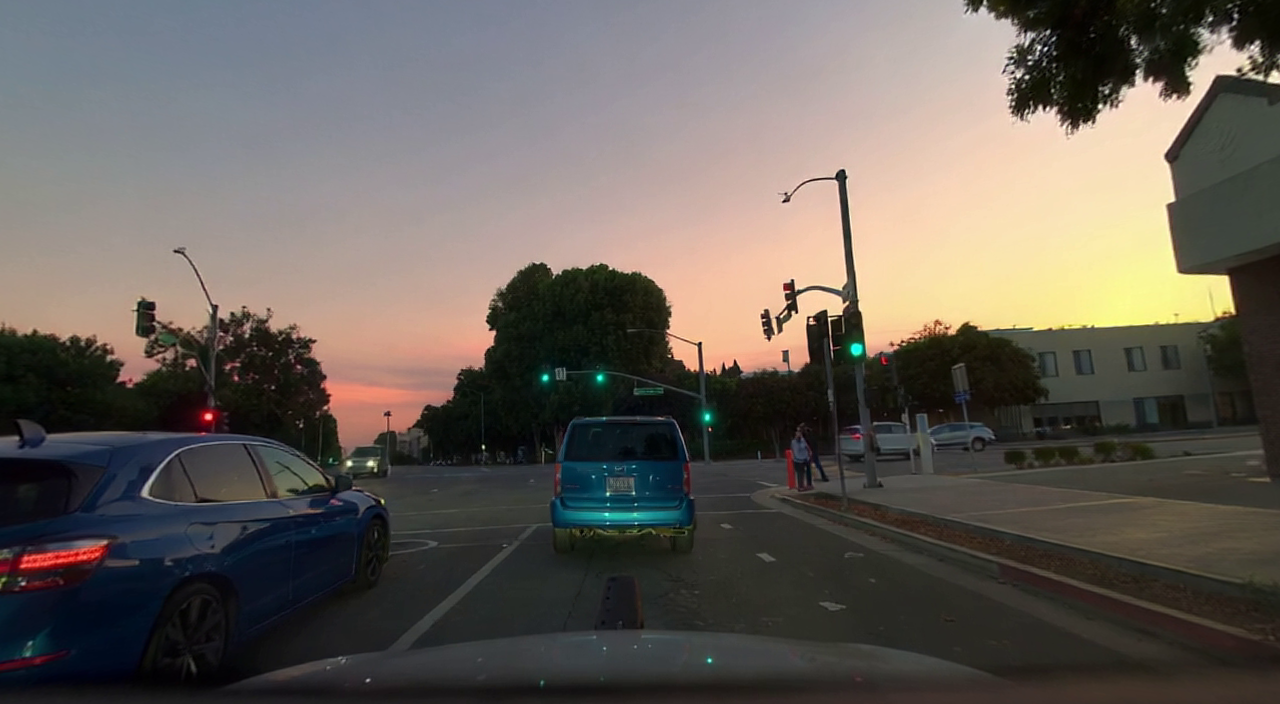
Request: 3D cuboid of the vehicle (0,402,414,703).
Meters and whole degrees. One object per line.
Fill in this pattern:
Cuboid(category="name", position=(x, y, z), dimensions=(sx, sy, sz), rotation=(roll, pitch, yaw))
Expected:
Cuboid(category="vehicle", position=(-3.368, 1.262, 4.558), dimensions=(2.011, 1.527, 4.008), rotation=(0, -8, -1))

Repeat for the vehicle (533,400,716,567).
Cuboid(category="vehicle", position=(-0.175, 1.799, 9.335), dimensions=(2.059, 1.877, 4.249), rotation=(0, -8, 0))

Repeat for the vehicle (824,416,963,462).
Cuboid(category="vehicle", position=(11.399, 3.965, 28.706), dimensions=(5.215, 1.967, 2.392), rotation=(0, -8, -4))
